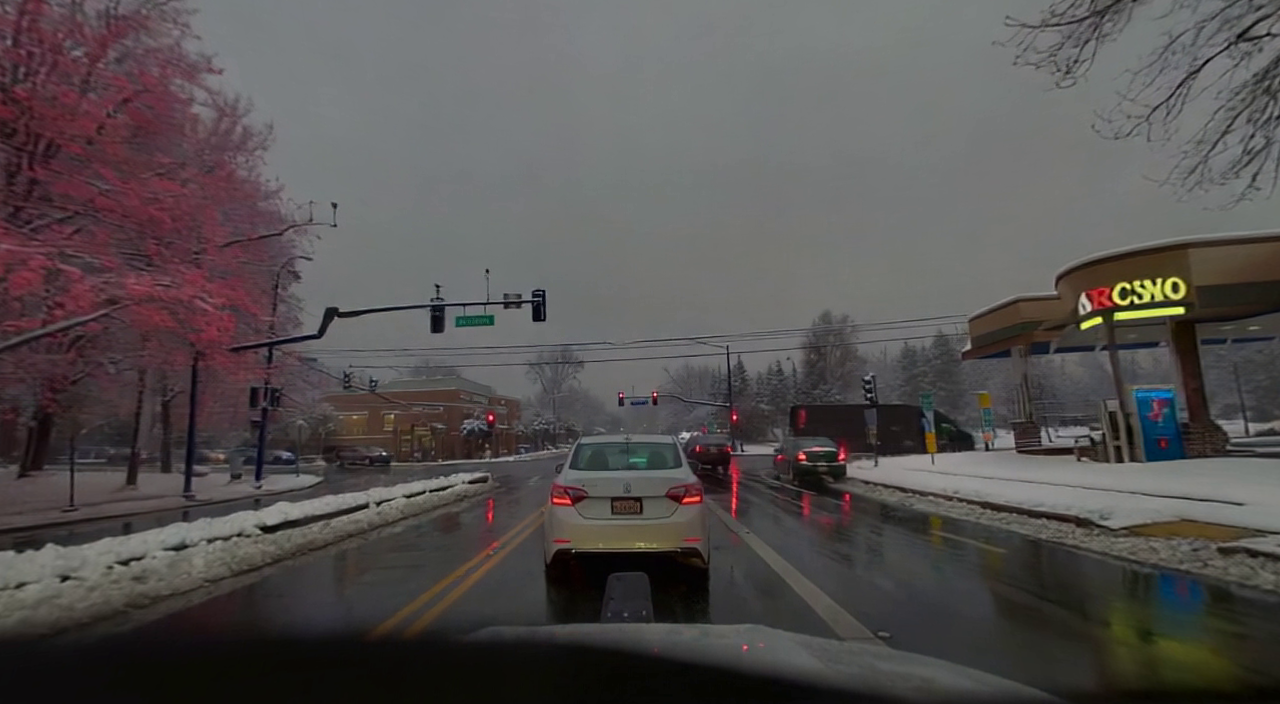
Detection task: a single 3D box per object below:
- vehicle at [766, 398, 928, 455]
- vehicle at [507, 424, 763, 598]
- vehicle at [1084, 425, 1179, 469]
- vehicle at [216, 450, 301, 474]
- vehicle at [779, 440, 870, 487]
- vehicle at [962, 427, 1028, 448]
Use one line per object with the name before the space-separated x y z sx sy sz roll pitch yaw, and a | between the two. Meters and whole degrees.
vehicle | 15.033 5.569 46.253 10.890 3.868 3.021 -4 -9 25
vehicle | -0.066 1.674 7.546 2.213 1.482 4.057 0 -8 -1
vehicle | 18.583 3.568 23.753 4.300 1.495 2.053 8 -11 -43
vehicle | -25.074 7.239 41.512 4.609 1.465 1.944 -2 -8 12
vehicle | 6.484 3.953 22.675 1.942 1.511 4.390 0 -8 0
vehicle | 27.334 6.598 48.654 3.968 1.572 1.740 0 -9 3
